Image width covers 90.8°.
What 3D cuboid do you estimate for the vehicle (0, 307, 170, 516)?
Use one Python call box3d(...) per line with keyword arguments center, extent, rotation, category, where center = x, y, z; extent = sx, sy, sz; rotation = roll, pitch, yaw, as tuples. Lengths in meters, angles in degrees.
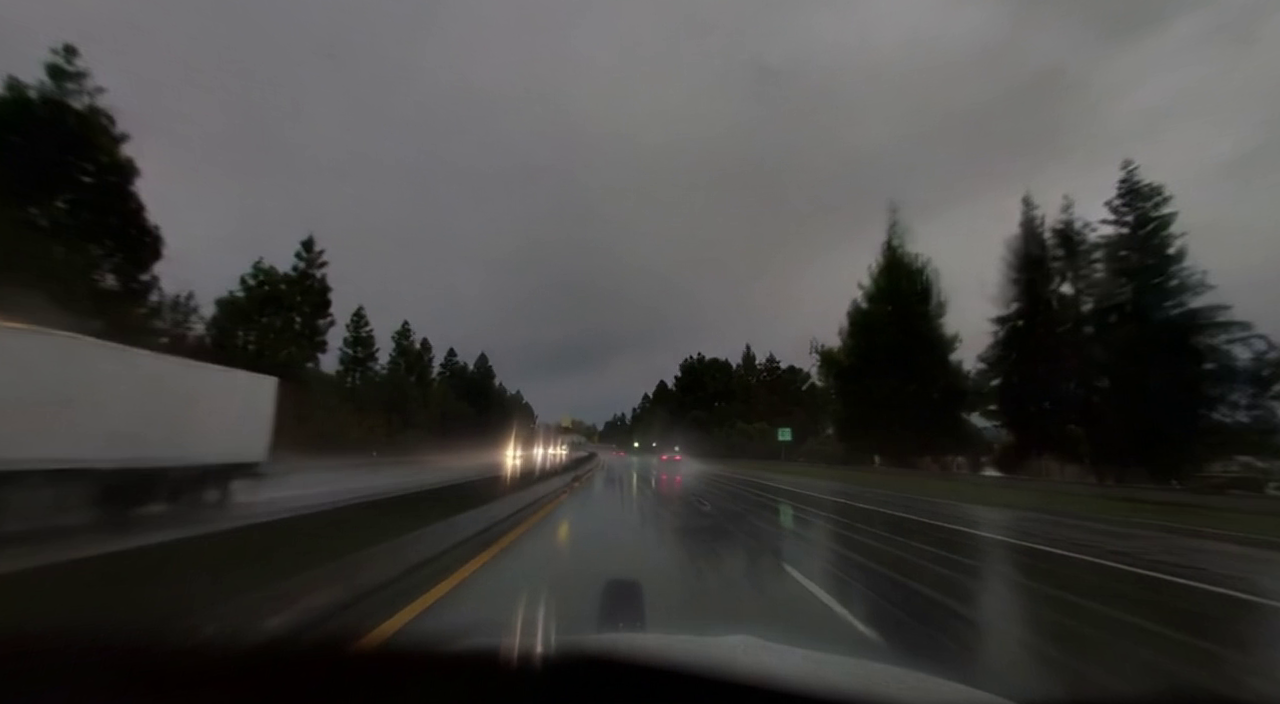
box3d(center=(-13.300, 1.073, 11.487), extent=(2.763, 3.848, 8.560), rotation=(0, -9, 0), category="vehicle")
